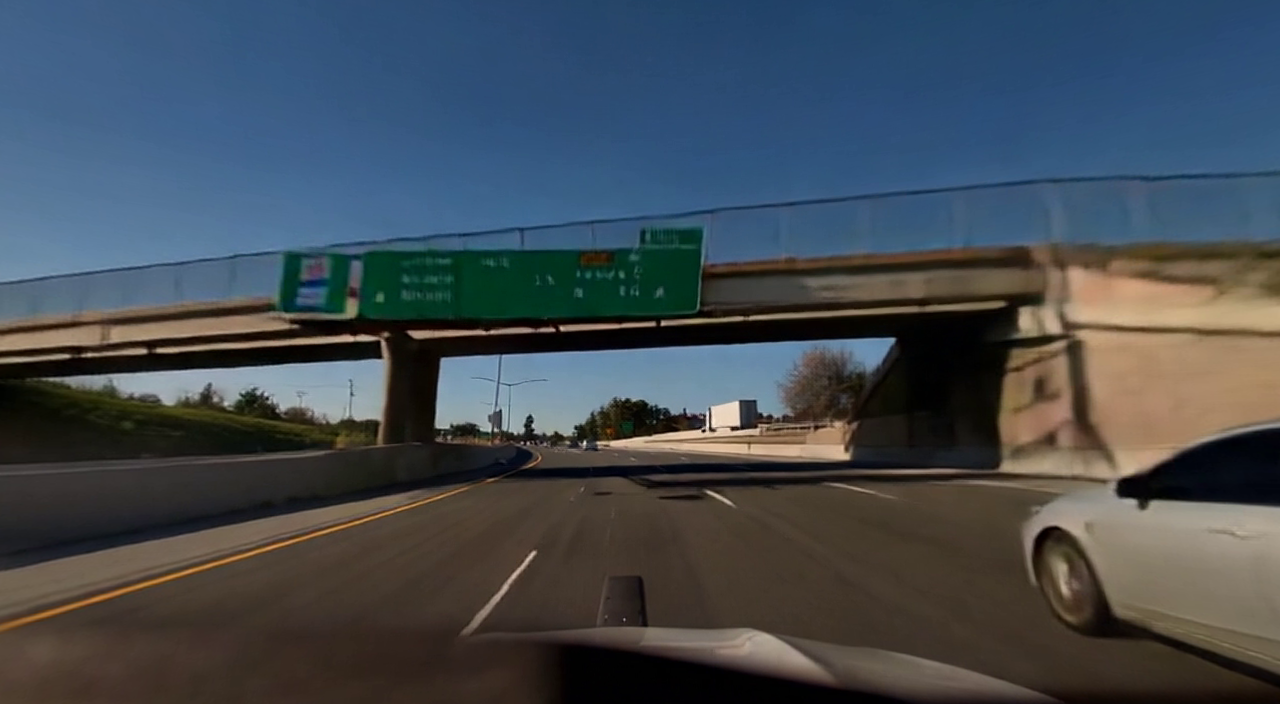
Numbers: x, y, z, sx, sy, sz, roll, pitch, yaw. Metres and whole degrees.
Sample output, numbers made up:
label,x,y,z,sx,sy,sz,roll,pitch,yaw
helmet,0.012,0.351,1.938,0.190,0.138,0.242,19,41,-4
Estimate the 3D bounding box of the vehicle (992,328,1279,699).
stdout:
label,x,y,z,sx,sy,sz,roll,pitch,yaw
vehicle,3.983,0.721,2.788,2.039,1.701,4.834,-1,-8,0
